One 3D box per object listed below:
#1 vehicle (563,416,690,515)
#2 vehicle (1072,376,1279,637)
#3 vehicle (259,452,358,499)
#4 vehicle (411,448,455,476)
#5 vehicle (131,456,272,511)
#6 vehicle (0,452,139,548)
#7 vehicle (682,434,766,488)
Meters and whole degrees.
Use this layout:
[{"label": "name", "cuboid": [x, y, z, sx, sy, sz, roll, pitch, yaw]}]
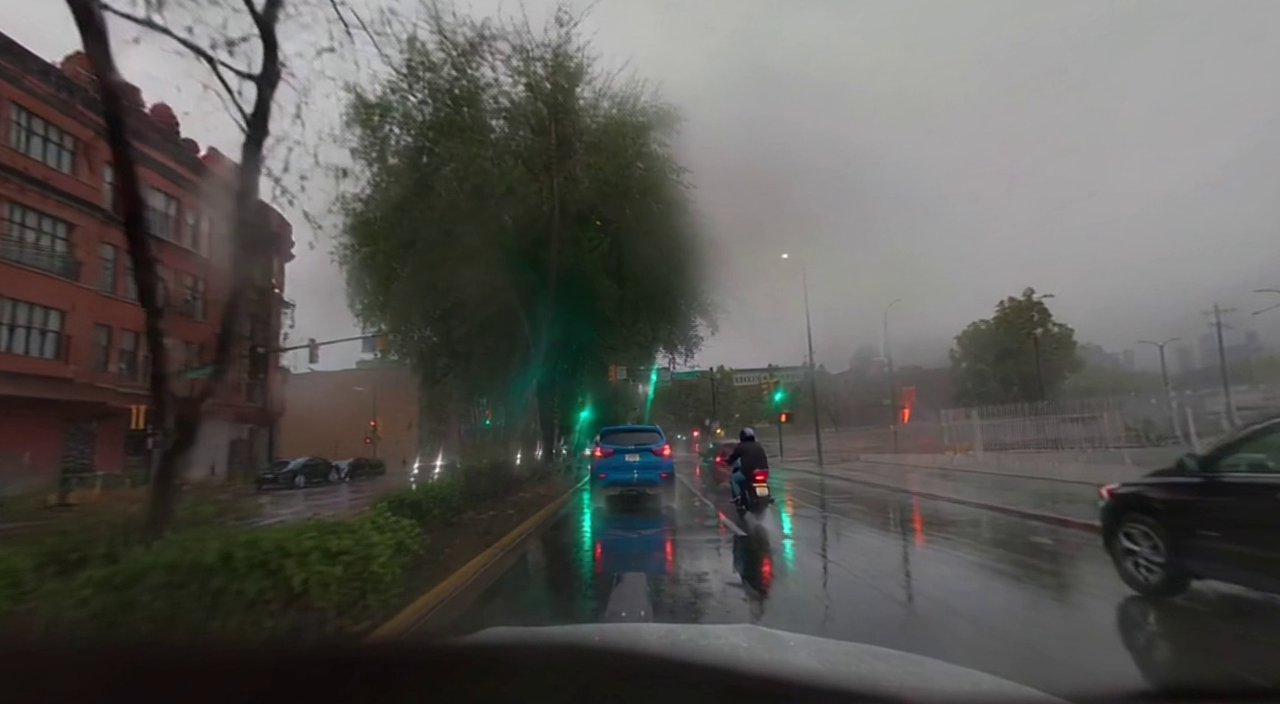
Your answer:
[{"label": "vehicle", "cuboid": [-0.233, 2.356, 13.426, 2.265, 1.748, 4.130, 0, -9, 0]}, {"label": "vehicle", "cuboid": [5.245, 0.958, 3.756, 2.030, 1.709, 4.687, 0, -9, 1]}, {"label": "vehicle", "cuboid": [-14.000, 5.202, 26.998, 1.926, 1.732, 4.635, 0, -9, -3]}, {"label": "vehicle", "cuboid": [-14.518, 7.720, 44.567, 1.871, 1.786, 4.386, 0, -9, -4]}, {"label": "vehicle", "cuboid": [-17.878, 5.344, 26.133, 2.134, 1.915, 5.317, 0, -9, -2]}, {"label": "vehicle", "cuboid": [-13.551, 2.994, 12.919, 2.142, 1.826, 5.471, 0, -9, -1]}, {"label": "vehicle", "cuboid": [2.545, 3.468, 20.340, 2.101, 1.507, 4.355, 0, -9, 0]}]
